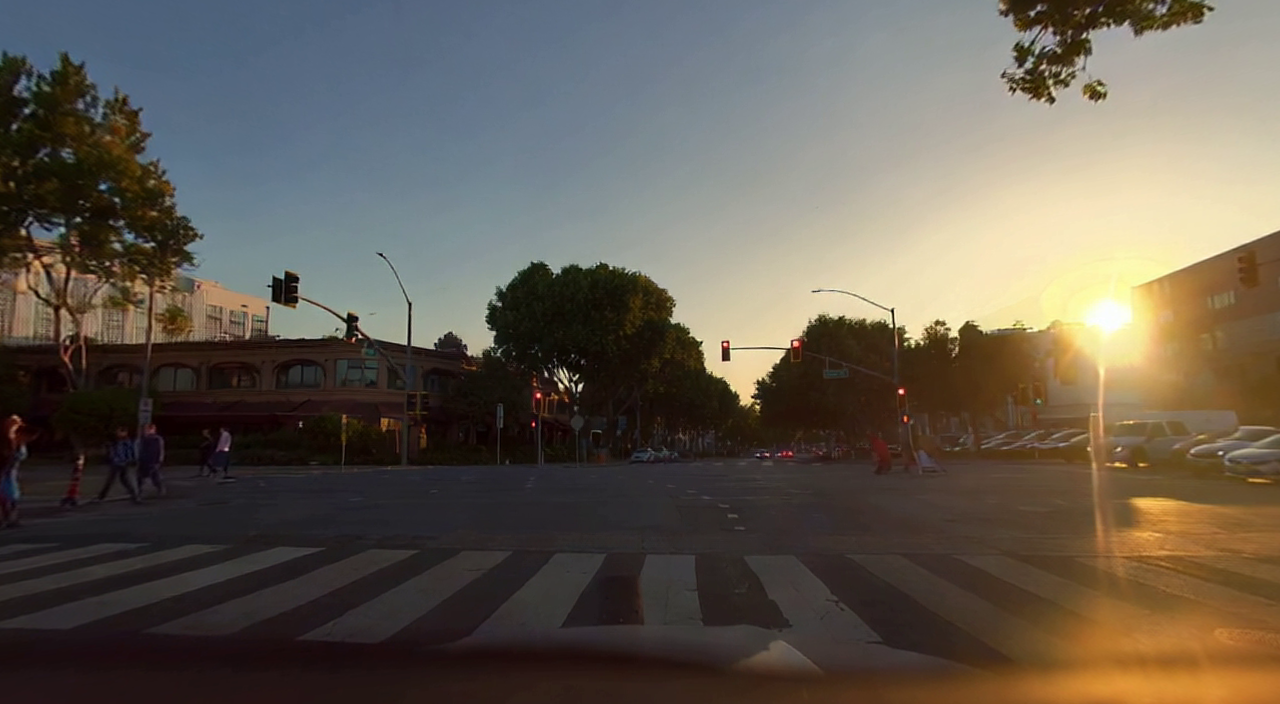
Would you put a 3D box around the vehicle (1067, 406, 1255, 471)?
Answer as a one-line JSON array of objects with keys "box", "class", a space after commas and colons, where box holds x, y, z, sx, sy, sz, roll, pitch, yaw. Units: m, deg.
[{"box": [22.942, 3.862, 28.097, 5.855, 2.746, 2.523, -1, -9, 3], "class": "vehicle"}]

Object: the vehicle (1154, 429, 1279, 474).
[{"box": [20.956, 3.407, 21.733, 4.740, 1.464, 1.876, -1, -9, 3], "class": "vehicle"}]

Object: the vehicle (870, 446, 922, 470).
[{"box": [17.518, 7.245, 43.497, 1.789, 1.557, 4.293, 0, -9, 0], "class": "vehicle"}]

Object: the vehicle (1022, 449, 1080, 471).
[{"box": [27.698, 7.267, 42.692, 1.589, 1.405, 3.633, -1, -9, 4], "class": "vehicle"}]
